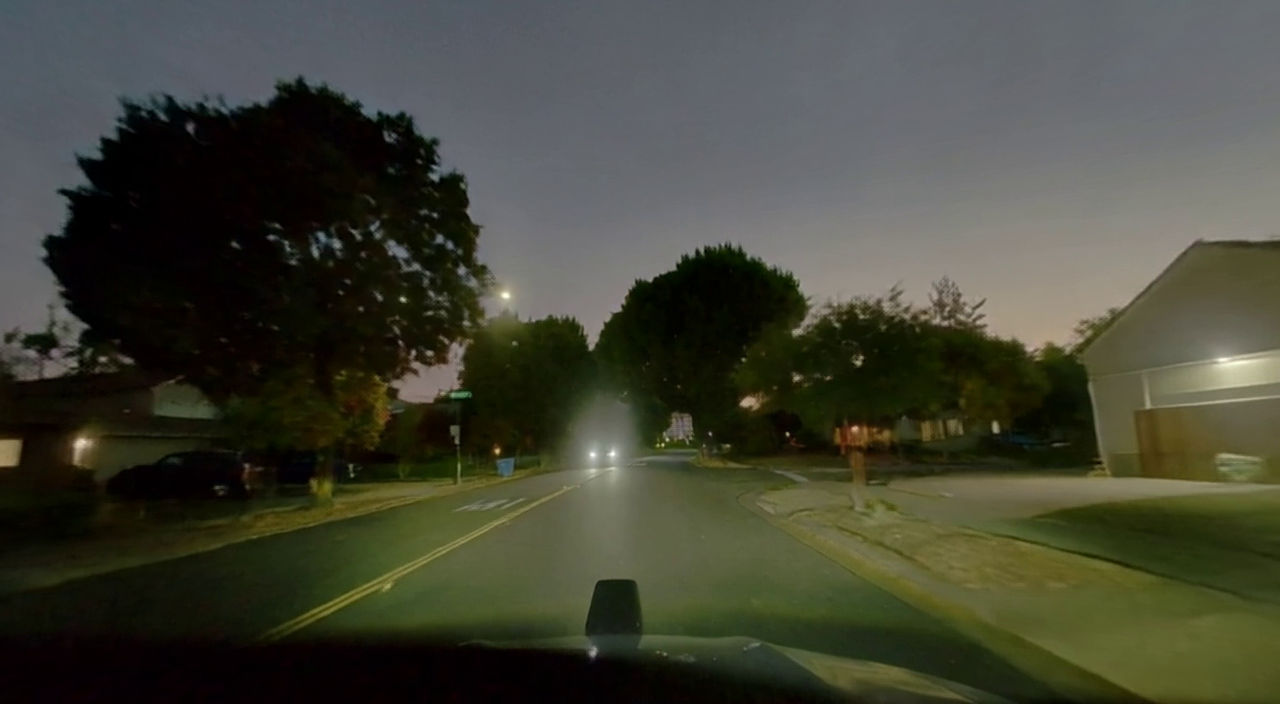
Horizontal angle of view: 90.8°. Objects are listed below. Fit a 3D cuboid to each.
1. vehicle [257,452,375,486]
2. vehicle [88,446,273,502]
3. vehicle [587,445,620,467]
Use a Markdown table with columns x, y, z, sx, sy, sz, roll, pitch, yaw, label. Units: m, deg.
| x | y | z | sx | sy | sz | roll | pitch | yaw | label |
| --- | --- | --- | --- | --- | --- | --- | --- | --- | --- |
| -14.803 | 5.349 | 29.057 | 4.370 | 1.482 | 1.926 | 0 | -9 | 3 | vehicle |
| -14.504 | 3.857 | 20.180 | 4.237 | 1.687 | 1.970 | 1 | -9 | -3 | vehicle |
| -2.822 | 8.205 | 49.807 | 2.025 | 1.660 | 4.151 | -1 | -9 | 5 | vehicle |
